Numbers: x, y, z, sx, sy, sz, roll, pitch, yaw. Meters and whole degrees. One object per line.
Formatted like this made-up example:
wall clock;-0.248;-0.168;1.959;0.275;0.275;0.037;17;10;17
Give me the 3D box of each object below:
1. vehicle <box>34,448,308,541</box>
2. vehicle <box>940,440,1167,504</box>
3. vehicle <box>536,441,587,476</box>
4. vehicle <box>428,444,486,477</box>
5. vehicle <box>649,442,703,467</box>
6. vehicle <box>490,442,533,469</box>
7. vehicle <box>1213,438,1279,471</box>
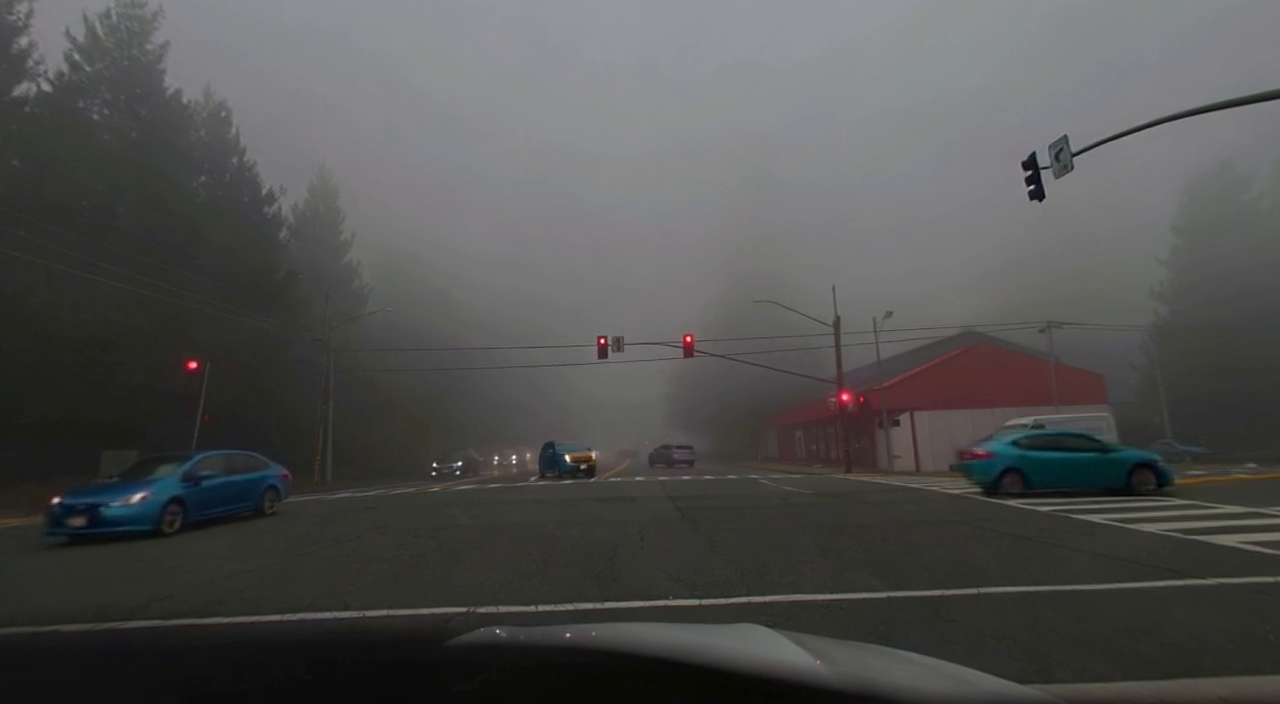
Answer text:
vehicle;-8.727;2.633;12.423;2.024;1.460;4.381;0;-9;0
vehicle;9.984;2.917;15.643;4.228;1.416;1.846;-2;-9;11
vehicle;-3.694;4.872;29.078;1.935;1.464;4.562;2;-9;-12
vehicle;-8.777;5.218;30.676;1.779;1.460;4.463;0;-9;-4
vehicle;2.177;6.478;39.987;1.919;1.453;4.828;2;-9;-16
vehicle;-8.662;7.006;43.105;2.087;1.718;4.700;0;-9;-2
vehicle;33.960;5.595;34.582;4.537;1.665;2.049;4;-9;-24
